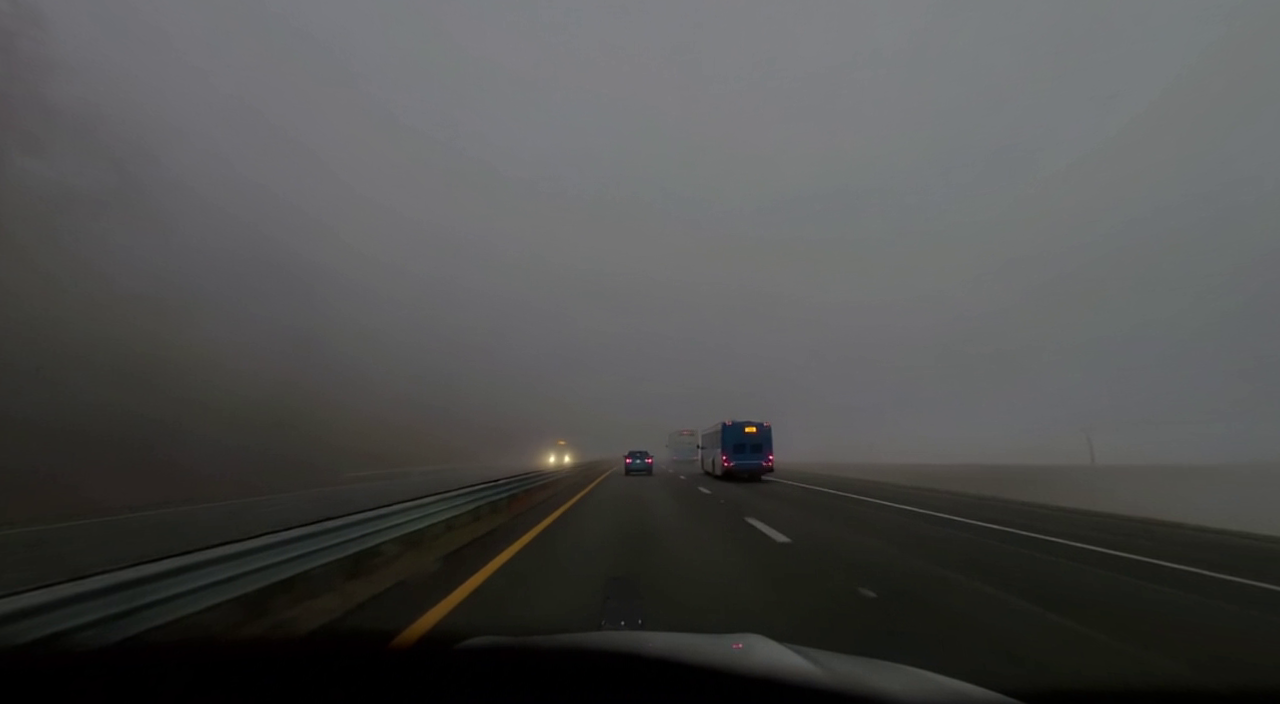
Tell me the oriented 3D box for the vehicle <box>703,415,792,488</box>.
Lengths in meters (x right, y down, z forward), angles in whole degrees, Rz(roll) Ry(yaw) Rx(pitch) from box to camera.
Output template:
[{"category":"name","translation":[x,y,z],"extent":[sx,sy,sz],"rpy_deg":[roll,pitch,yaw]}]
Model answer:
[{"category":"vehicle","translation":[4.100,4.000,25.347],"extent":[2.440,2.555,5.957],"rpy_deg":[0,-9,-1]}]

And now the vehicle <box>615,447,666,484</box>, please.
[{"category":"vehicle","translation":[-0.016,4.750,26.598],"extent":[2.004,1.449,3.817],"rpy_deg":[0,-9,-1]}]
